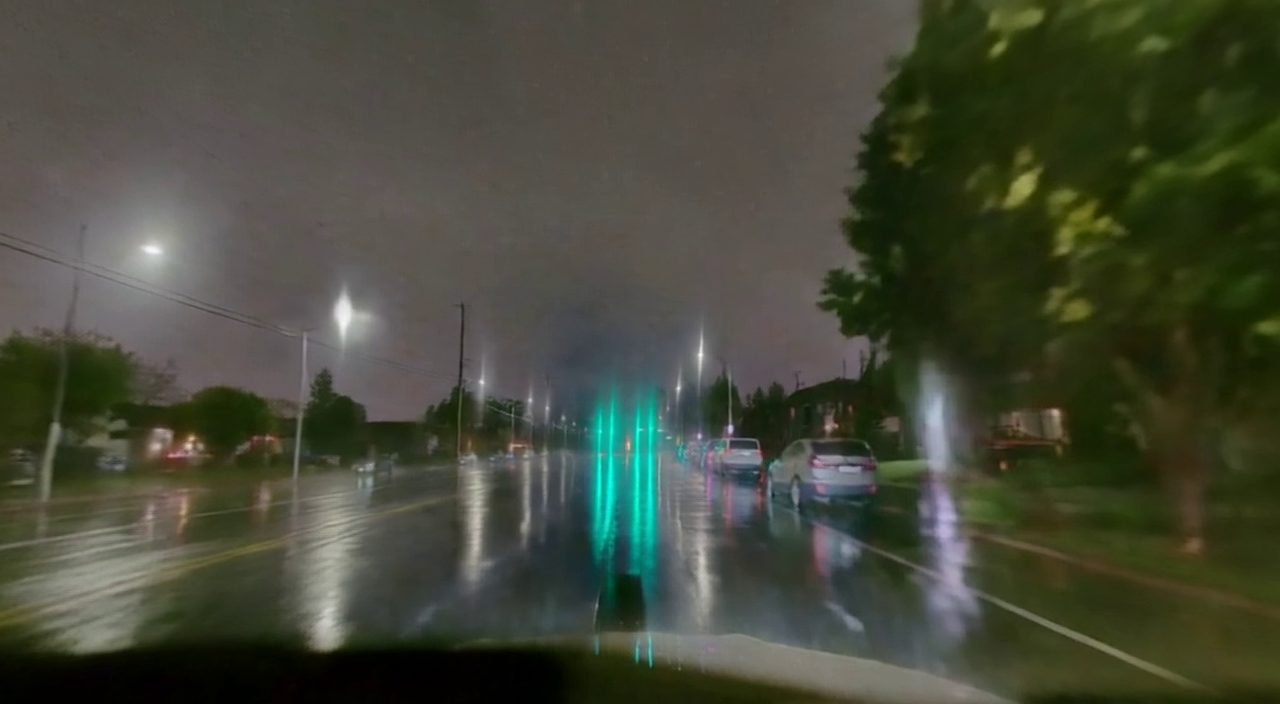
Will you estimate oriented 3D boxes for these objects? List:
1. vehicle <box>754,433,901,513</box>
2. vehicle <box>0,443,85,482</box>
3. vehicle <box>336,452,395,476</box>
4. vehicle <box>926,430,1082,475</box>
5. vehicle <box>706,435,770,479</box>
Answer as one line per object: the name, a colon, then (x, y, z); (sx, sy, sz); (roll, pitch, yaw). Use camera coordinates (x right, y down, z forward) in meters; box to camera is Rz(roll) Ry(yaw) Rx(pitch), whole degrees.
vehicle: (4.558, 3.019, 16.325); (2.154, 1.718, 4.980); (0, -9, -1)
vehicle: (-28.907, 5.116, 29.455); (4.044, 1.719, 2.074); (0, -9, 1)
vehicle: (-17.705, 7.225, 40.972); (1.831, 1.428, 4.456); (0, -9, 0)
vehicle: (15.861, 4.410, 27.776); (2.145, 1.761, 5.446); (8, -12, -43)
vehicle: (4.426, 4.865, 29.463); (2.078, 1.837, 5.088); (0, -9, -1)
